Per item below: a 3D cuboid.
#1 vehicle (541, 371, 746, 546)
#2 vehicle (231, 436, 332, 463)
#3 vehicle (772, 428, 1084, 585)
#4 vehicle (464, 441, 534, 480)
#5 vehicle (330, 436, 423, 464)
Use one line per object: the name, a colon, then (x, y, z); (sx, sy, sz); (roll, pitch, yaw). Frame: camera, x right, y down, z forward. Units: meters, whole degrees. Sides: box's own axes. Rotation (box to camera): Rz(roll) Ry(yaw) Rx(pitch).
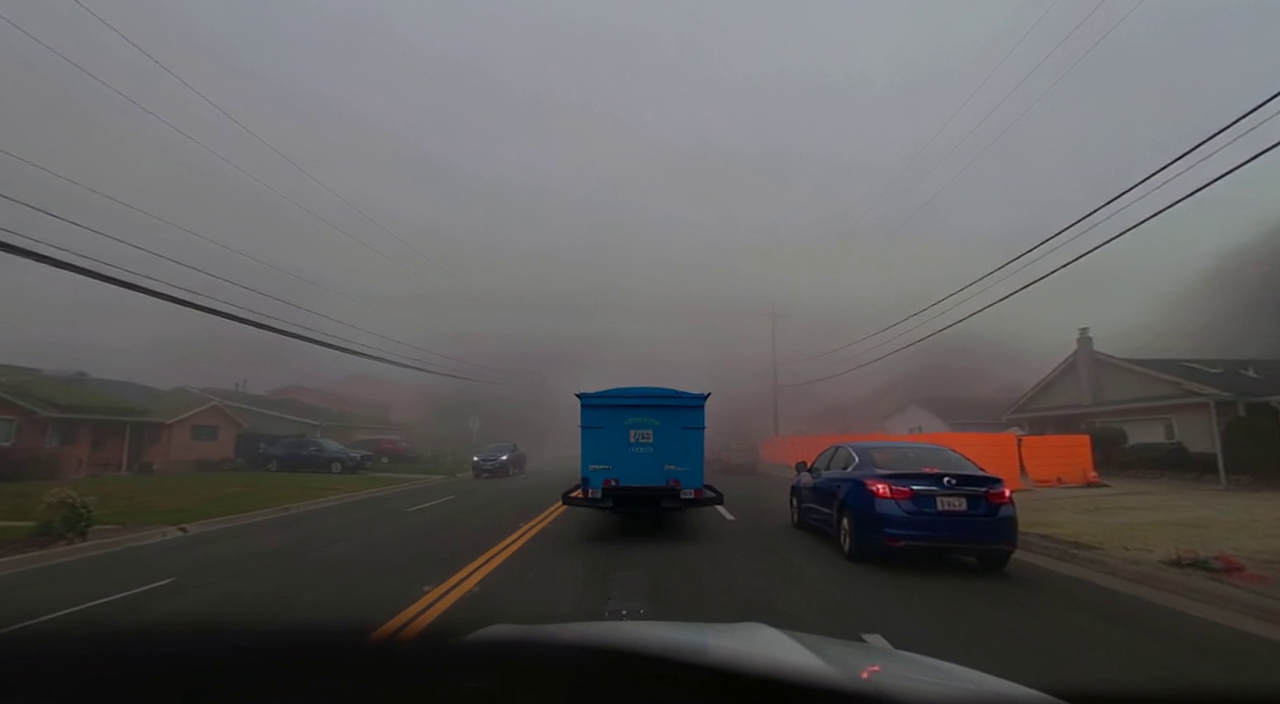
vehicle: (0.074, 1.906, 11.742); (2.751, 2.361, 6.347); (0, -8, 0)
vehicle: (-20.345, 5.525, 35.724); (4.706, 1.468, 1.817); (-1, -8, 3)
vehicle: (3.273, 1.833, 8.386); (2.010, 1.499, 4.481); (0, -8, 0)
vehicle: (-6.022, 4.692, 27.419); (1.953, 1.528, 4.492); (0, -8, 1)
vehicle: (-15.040, 5.616, 36.019); (4.490, 1.500, 1.875); (0, -8, -2)
